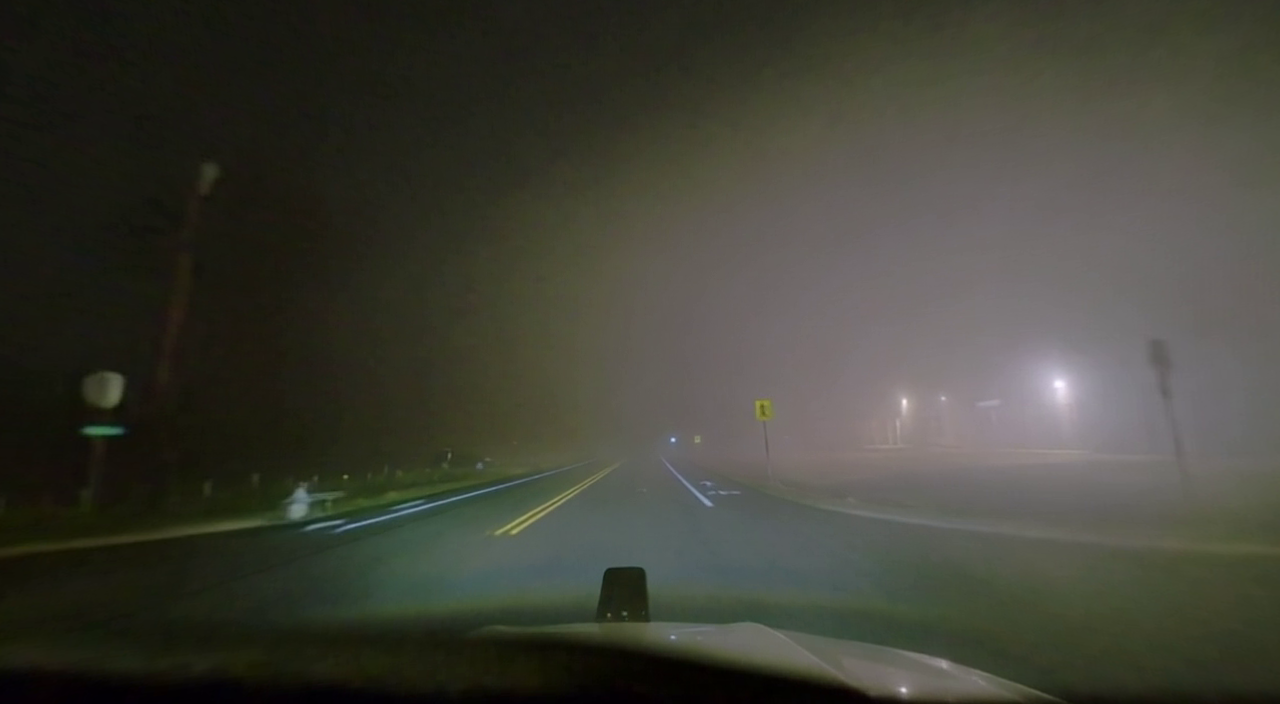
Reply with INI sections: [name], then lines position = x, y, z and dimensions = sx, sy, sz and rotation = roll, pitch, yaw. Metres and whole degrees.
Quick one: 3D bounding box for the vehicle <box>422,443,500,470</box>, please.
[vehicle]
position = -12.442, 7.309, 44.029
dimensions = 4.813, 1.763, 2.048
rotation = 1, -9, 0
